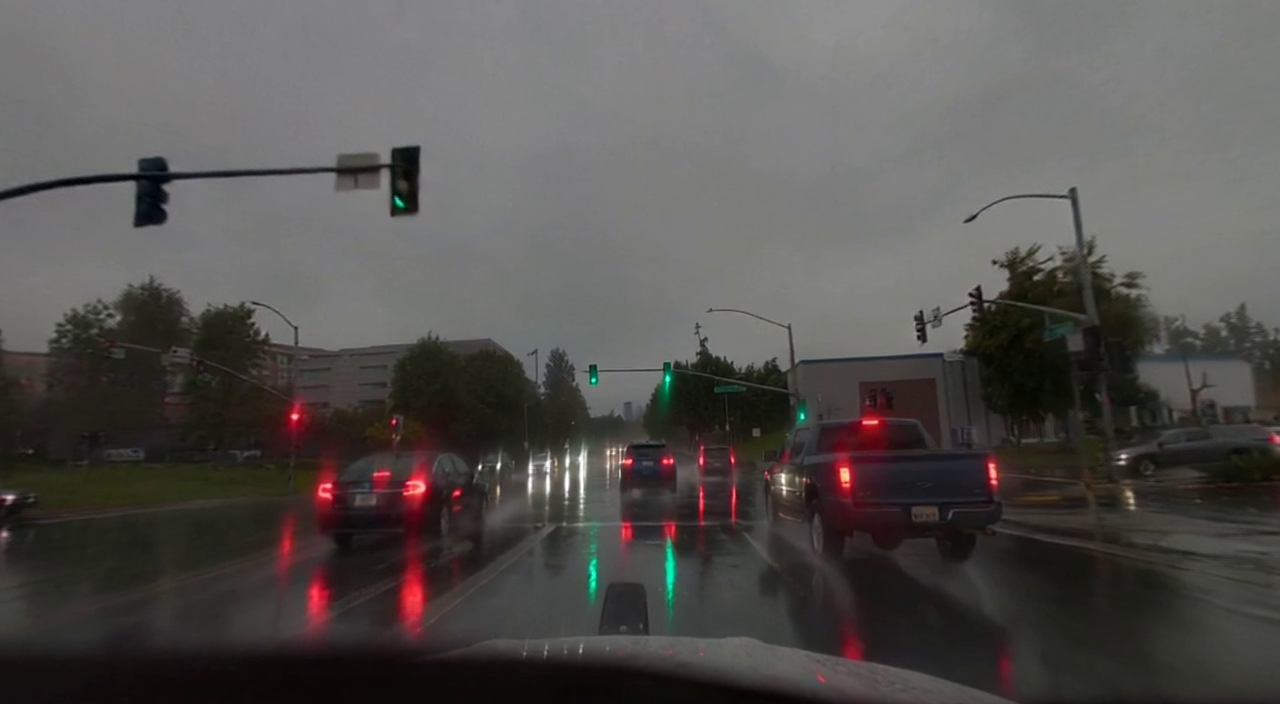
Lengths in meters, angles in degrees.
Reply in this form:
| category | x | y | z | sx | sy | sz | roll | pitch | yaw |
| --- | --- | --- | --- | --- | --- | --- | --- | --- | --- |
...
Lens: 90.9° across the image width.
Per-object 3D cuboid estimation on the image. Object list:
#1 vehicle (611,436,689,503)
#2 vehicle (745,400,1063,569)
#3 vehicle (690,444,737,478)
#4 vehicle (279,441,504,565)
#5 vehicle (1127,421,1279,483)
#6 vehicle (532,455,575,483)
| category | x | y | z | sx | sy | sz | roll | pitch | yaw |
| --- | --- | --- | --- | --- | --- | --- | --- | --- | --- |
| vehicle | 0.317 | 3.441 | 18.963 | 2.113 | 1.768 | 3.901 | -1 | -8 | 2 |
| vehicle | 3.422 | 1.884 | 10.008 | 2.571 | 1.857 | 5.841 | 0 | -8 | 1 |
| vehicle | 4.556 | 6.880 | 40.242 | 2.408 | 1.908 | 5.355 | 0 | -8 | 1 |
| vehicle | -3.586 | 2.208 | 10.235 | 1.909 | 1.476 | 4.751 | 0 | -8 | -3 |
| vehicle | 19.860 | 3.378 | 21.658 | 4.437 | 1.863 | 2.068 | -2 | -6 | 1 |
| vehicle | -5.187 | 7.084 | 38.383 | 1.882 | 1.342 | 3.755 | -5 | -8 | 2 |
